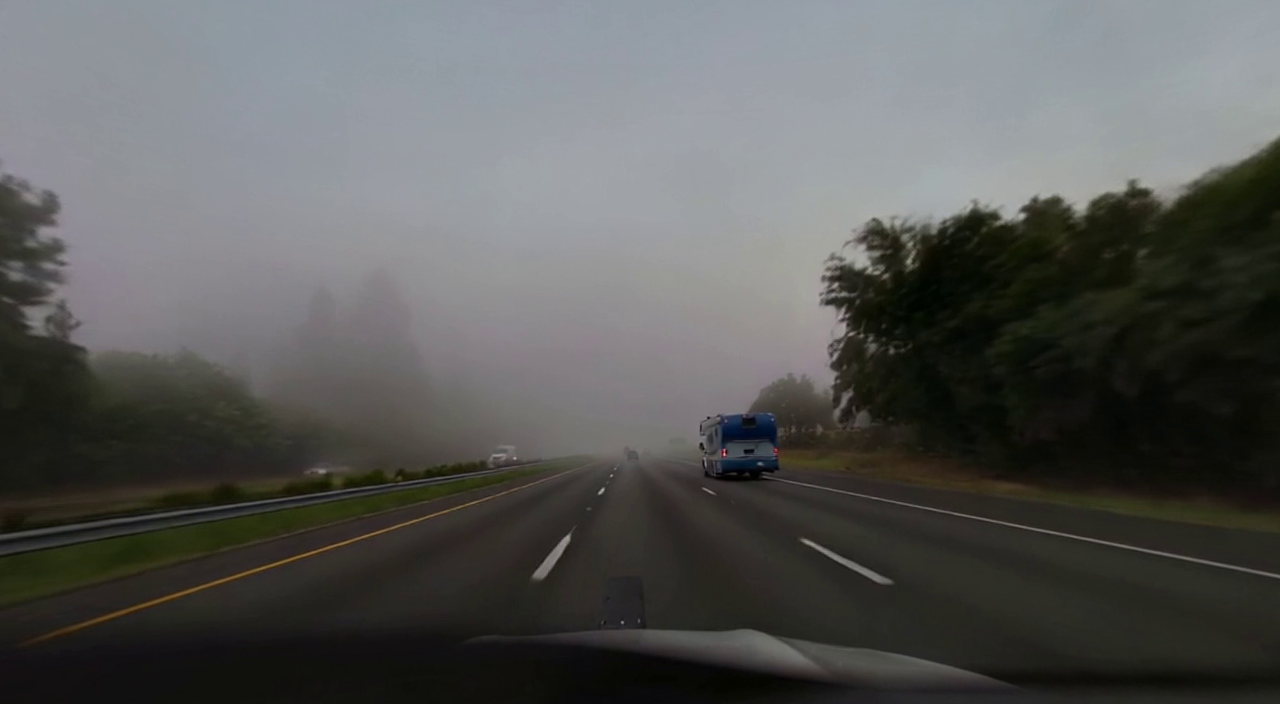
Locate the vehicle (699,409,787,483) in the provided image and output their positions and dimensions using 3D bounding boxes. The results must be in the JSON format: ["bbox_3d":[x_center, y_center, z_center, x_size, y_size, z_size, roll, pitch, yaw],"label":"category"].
[{"bbox_3d":[4.218,4.063,27.162,2.556,2.763,6.287,0,-9,-2],"label":"vehicle"}]
